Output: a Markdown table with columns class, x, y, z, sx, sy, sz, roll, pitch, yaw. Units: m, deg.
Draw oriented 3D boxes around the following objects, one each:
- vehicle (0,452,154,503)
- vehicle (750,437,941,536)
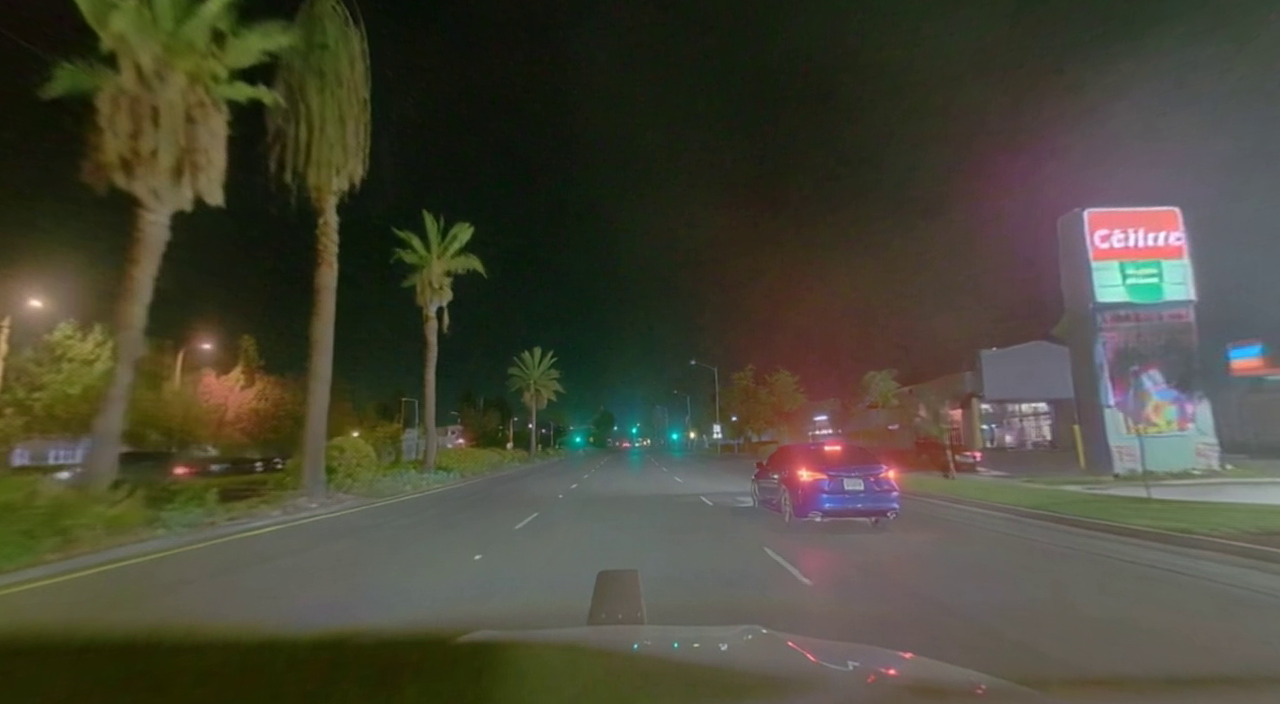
| class | x | y | z | sx | sy | sz | roll | pitch | yaw |
| --- | --- | --- | --- | --- | --- | --- | --- | --- | --- |
| vehicle | -19.590 | 4.244 | 21.803 | 1.892 | 1.481 | 4.694 | 0 | -8 | 0 |
| vehicle | 3.406 | 2.297 | 11.508 | 1.978 | 1.442 | 4.262 | 0 | -8 | -1 |
